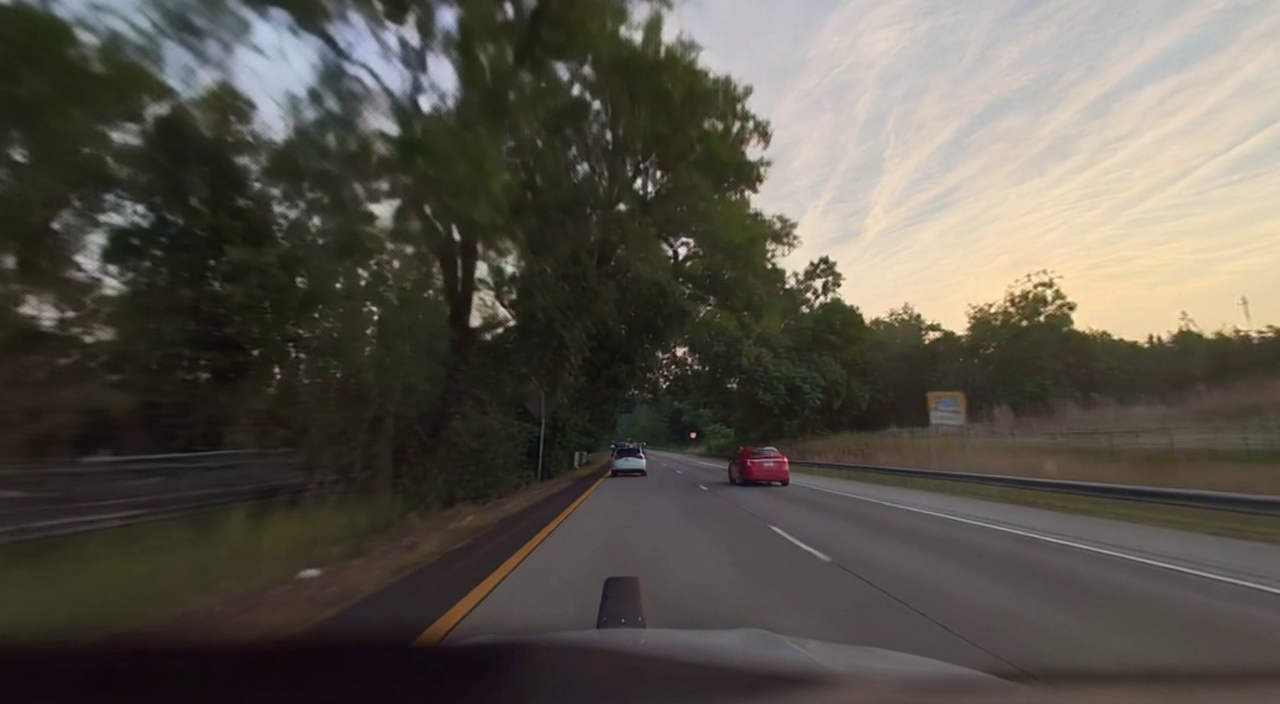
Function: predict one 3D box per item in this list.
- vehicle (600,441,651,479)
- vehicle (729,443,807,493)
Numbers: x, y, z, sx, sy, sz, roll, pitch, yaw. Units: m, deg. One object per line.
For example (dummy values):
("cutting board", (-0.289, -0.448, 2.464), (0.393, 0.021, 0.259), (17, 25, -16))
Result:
("vehicle", (-0.629, 4.858, 28.483), (2.120, 1.575, 4.018), (0, -9, 0))
("vehicle", (4.057, 3.731, 20.522), (1.757, 1.459, 3.398), (0, -9, -1))
